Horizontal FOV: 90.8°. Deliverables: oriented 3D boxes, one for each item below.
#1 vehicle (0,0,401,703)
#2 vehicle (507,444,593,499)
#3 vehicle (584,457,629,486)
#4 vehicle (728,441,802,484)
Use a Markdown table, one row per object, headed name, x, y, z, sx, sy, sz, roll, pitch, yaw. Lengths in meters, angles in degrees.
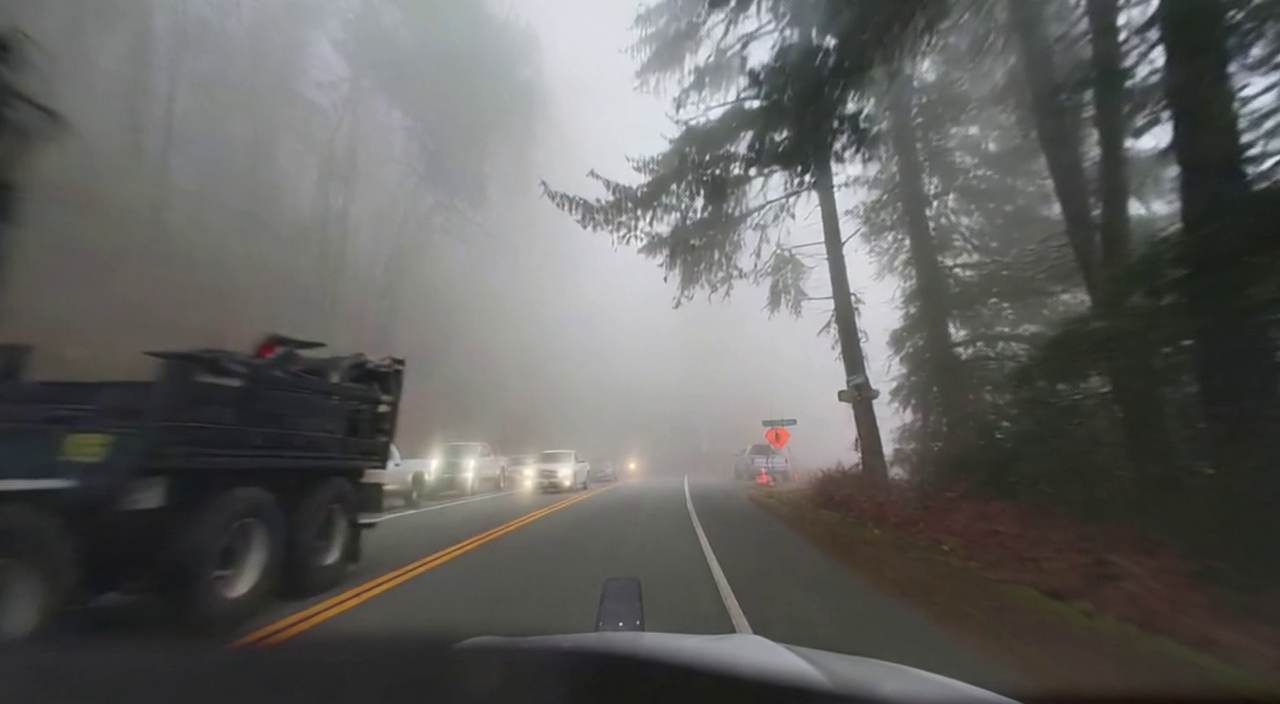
| name | x | y | z | sx | sy | sz | roll | pitch | yaw |
| --- | --- | --- | --- | --- | --- | --- | --- | --- | --- |
| vehicle | -3.973 | 0.081 | 2.080 | 3.238 | 2.920 | 8.366 | -2 | -9 | -1 |
| vehicle | -3.212 | 4.391 | 23.652 | 2.177 | 1.803 | 4.690 | 0 | -9 | 4 |
| vehicle | -1.865 | 6.871 | 36.536 | 1.981 | 1.410 | 4.162 | -3 | -9 | 4 |
| vehicle | 6.647 | 5.964 | 34.468 | 2.845 | 2.053 | 6.457 | 0 | -9 | 1 |
